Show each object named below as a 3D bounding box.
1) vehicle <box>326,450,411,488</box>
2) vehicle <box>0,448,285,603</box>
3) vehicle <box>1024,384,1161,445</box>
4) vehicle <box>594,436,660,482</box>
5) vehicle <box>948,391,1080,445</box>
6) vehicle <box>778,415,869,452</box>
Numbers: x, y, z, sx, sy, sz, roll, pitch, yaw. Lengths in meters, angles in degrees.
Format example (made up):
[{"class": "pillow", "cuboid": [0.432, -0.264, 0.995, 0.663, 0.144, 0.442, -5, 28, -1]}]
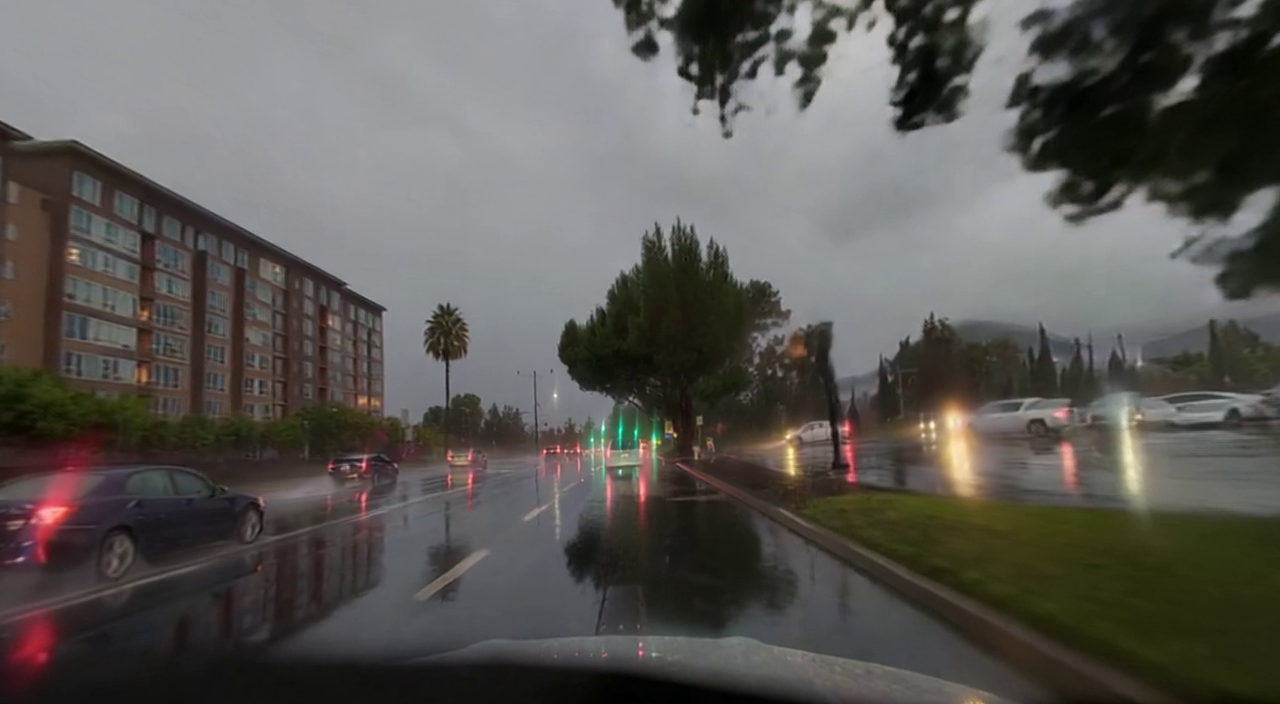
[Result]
[{"class": "vehicle", "cuboid": [-11.774, 5.074, 27.739, 2.024, 1.484, 4.592, 1, -8, -5]}, {"class": "vehicle", "cuboid": [-7.025, 2.035, 8.448, 1.906, 1.449, 4.576, 0, -8, 0]}, {"class": "vehicle", "cuboid": [18.552, 2.680, 26.231, 2.002, 2.015, 4.254, -8, -8, -6]}, {"class": "vehicle", "cuboid": [-0.459, 3.760, 22.477, 2.099, 1.469, 4.389, 0, -8, -1]}, {"class": "vehicle", "cuboid": [15.753, 2.921, 27.051, 2.395, 2.028, 5.135, 0, -9, -1]}, {"class": "vehicle", "cuboid": [12.635, 5.618, 43.827, 5.253, 2.014, 2.666, -5, -6, -5]}]
